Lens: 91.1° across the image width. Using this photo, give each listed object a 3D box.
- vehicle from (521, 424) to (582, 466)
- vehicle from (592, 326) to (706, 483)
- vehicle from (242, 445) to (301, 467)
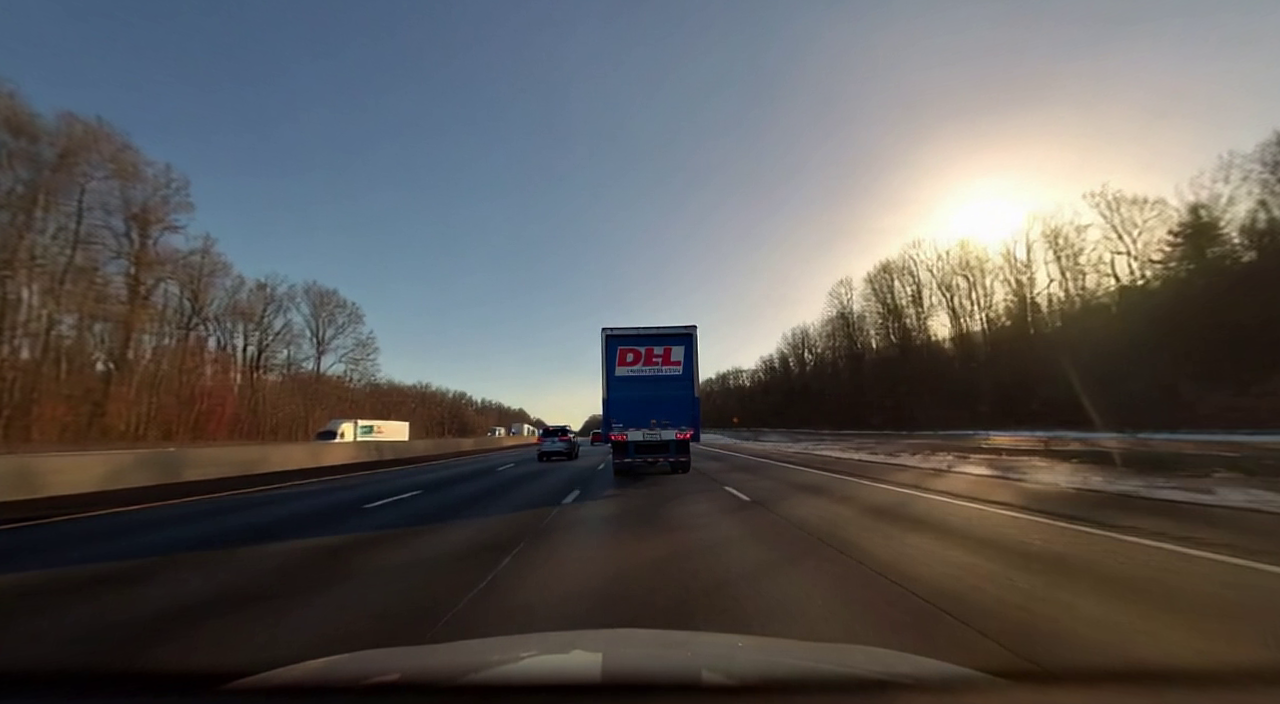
[{"bbox_3d":[-4.100,4.382,29.937,2.394,1.787,5.186,0,-8,-3],"label":"vehicle"},{"bbox_3d":[0.152,1.972,21.341,3.011,4.211,8.926,0,-8,-1],"label":"vehicle"},{"bbox_3d":[-26.655,7.504,45.602,1.788,1.507,4.100,0,-8,0],"label":"vehicle"}]
